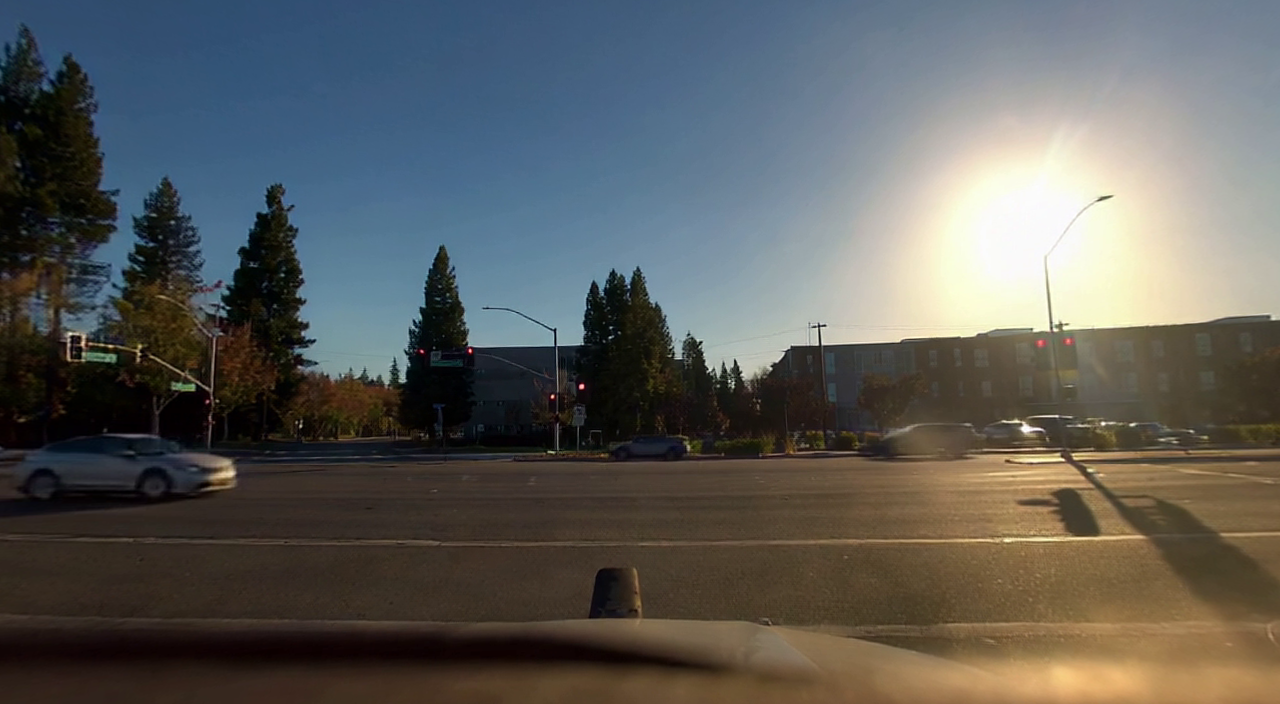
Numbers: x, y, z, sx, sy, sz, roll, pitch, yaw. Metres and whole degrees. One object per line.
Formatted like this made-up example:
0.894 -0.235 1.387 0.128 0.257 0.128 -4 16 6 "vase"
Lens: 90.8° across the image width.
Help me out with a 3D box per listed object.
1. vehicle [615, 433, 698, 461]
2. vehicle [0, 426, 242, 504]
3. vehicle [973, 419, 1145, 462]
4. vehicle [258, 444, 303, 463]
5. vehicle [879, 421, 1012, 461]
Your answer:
0.980 5.454 36.178 4.488 1.536 1.849 -2 -9 11 "vehicle"
-12.930 2.755 15.636 4.959 1.715 2.162 -2 -9 11 "vehicle"
15.023 3.215 22.949 4.749 1.461 1.892 -1 -9 9 "vehicle"
-28.129 7.923 49.582 2.235 1.417 4.272 3 -9 -19 "vehicle"
12.966 3.835 27.129 4.677 1.593 2.029 -2 -9 11 "vehicle"
